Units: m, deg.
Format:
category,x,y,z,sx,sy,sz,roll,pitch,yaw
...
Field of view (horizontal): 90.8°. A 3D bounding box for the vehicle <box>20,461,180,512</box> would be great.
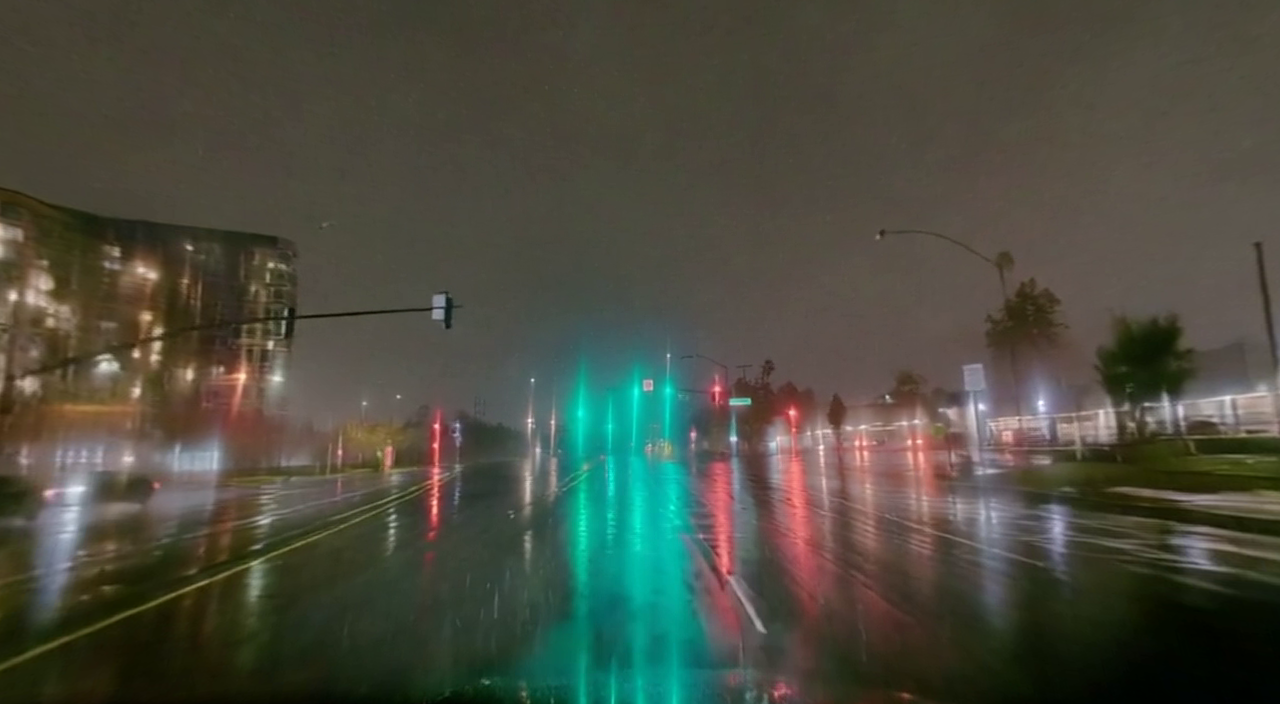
category,x,y,z,sx,sy,sz,roll,pitch,yaw
vehicle,-19.648,4.863,23.325,1.911,1.458,4.547,-1,-7,0
